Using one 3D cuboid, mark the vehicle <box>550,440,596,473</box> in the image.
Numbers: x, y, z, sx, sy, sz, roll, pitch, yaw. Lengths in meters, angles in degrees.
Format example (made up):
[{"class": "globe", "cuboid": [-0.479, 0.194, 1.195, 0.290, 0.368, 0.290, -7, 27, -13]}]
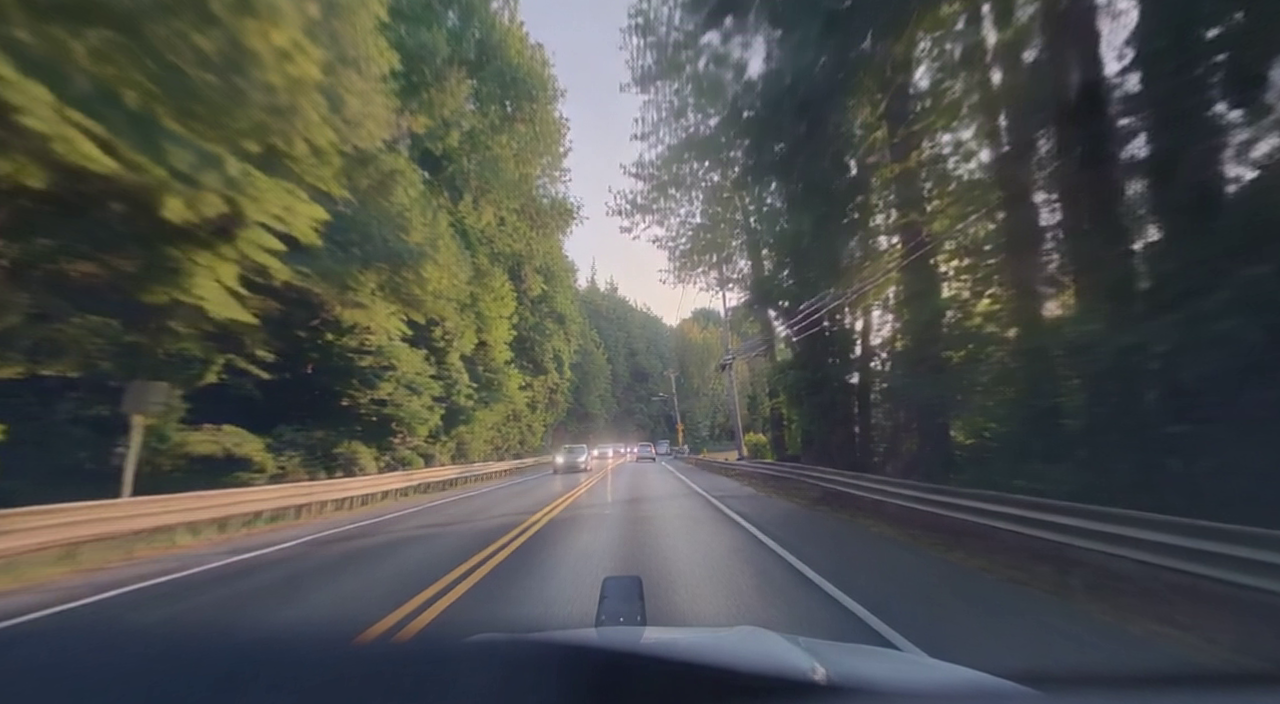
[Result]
[{"class": "vehicle", "cuboid": [-3.734, 5.920, 35.891, 2.155, 1.727, 4.142, 0, -9, 1]}]
